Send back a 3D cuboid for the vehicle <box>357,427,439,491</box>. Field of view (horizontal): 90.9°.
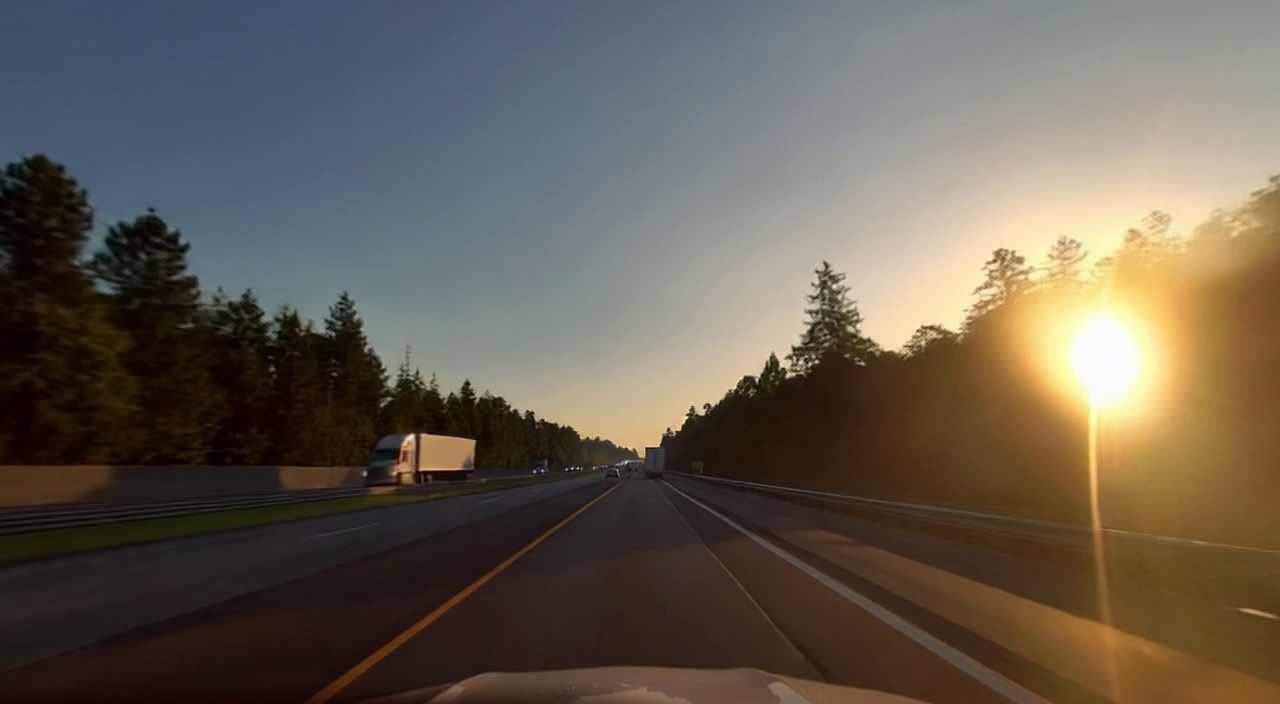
[{"bbox_3d":[-16.219,7.311,42.781,2.919,3.961,5.998,0,-10,2],"label":"vehicle"}]
